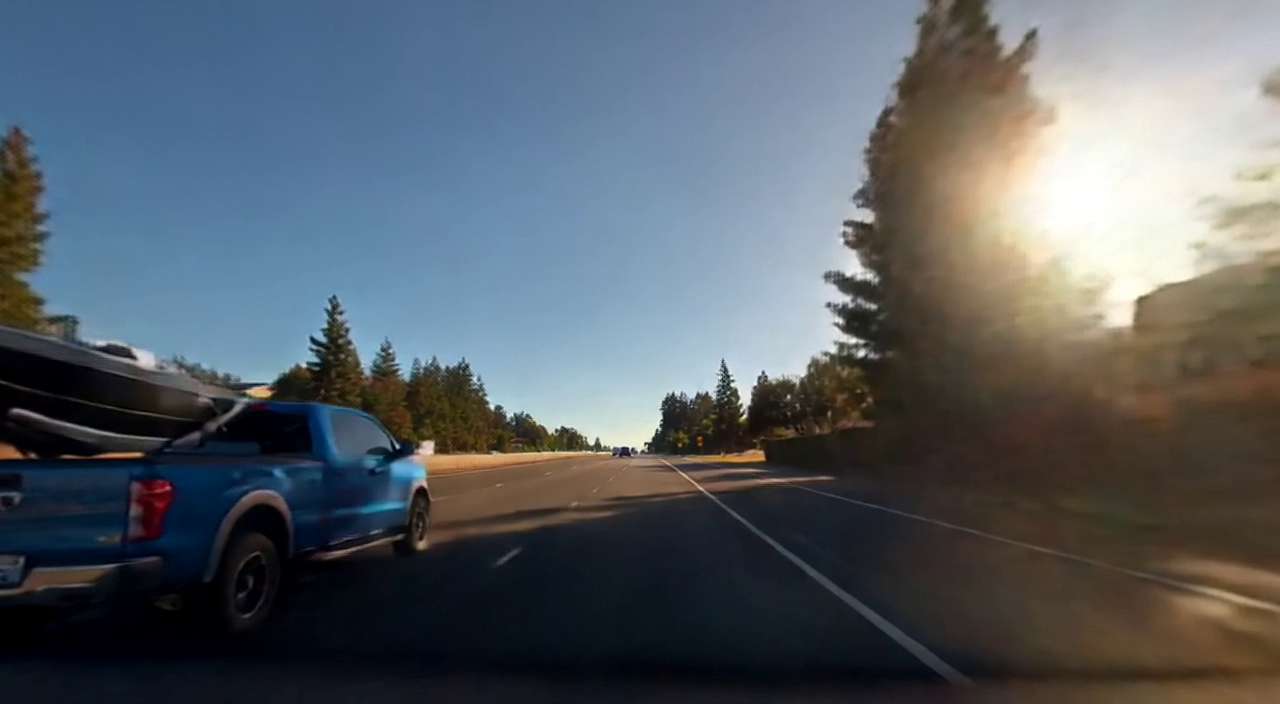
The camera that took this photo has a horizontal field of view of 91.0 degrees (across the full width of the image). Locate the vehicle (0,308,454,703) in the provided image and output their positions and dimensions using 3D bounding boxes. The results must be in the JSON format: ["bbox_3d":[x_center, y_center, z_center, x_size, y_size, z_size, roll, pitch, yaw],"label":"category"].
[{"bbox_3d":[-3.320,1.112,4.722,2.202,1.836,5.009,0,-9,1],"label":"vehicle"}]
